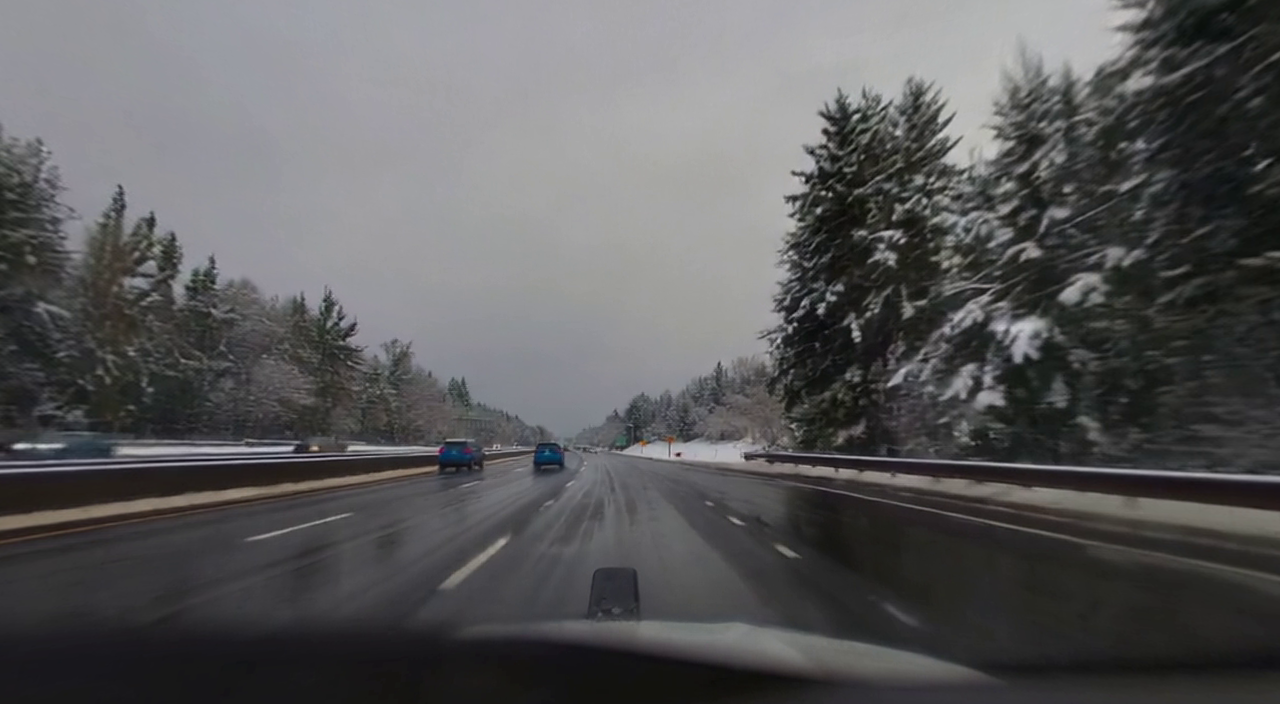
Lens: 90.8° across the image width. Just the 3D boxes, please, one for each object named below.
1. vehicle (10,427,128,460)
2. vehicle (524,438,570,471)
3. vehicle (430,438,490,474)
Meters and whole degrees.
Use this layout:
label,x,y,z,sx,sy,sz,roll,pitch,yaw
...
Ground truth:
label,x,y,z,sx,sy,sz,roll,pitch,yaw
vehicle,-30.047,4.886,33.487,1.935,1.624,4.829,0,-9,-3
vehicle,-5.272,5.874,36.256,2.146,1.766,4.502,0,-9,-3
vehicle,-9.277,5.396,32.934,2.016,1.711,4.365,0,-9,-3
